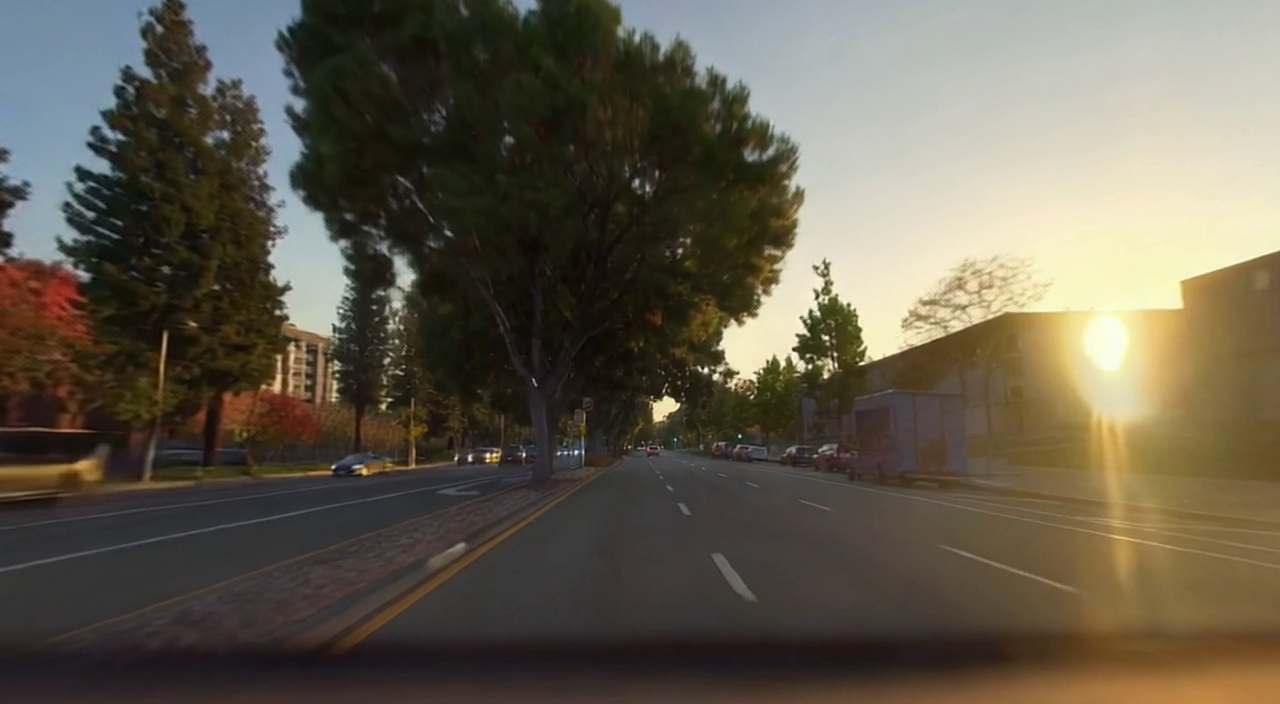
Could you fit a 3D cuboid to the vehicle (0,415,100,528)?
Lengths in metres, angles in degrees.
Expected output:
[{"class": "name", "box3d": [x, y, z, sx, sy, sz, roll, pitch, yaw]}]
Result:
[{"class": "vehicle", "box3d": [-12.026, 1.975, 10.366, 2.180, 1.904, 4.631, 0, -9, 0]}]

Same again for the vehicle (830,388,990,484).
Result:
[{"class": "vehicle", "box3d": [9.683, 3.226, 23.844, 2.670, 3.016, 7.732, 0, -9, 1]}]

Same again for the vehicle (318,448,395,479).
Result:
[{"class": "vehicle", "box3d": [-15.331, 6.027, 34.458, 2.011, 1.496, 4.650, 0, -8, 0]}]
